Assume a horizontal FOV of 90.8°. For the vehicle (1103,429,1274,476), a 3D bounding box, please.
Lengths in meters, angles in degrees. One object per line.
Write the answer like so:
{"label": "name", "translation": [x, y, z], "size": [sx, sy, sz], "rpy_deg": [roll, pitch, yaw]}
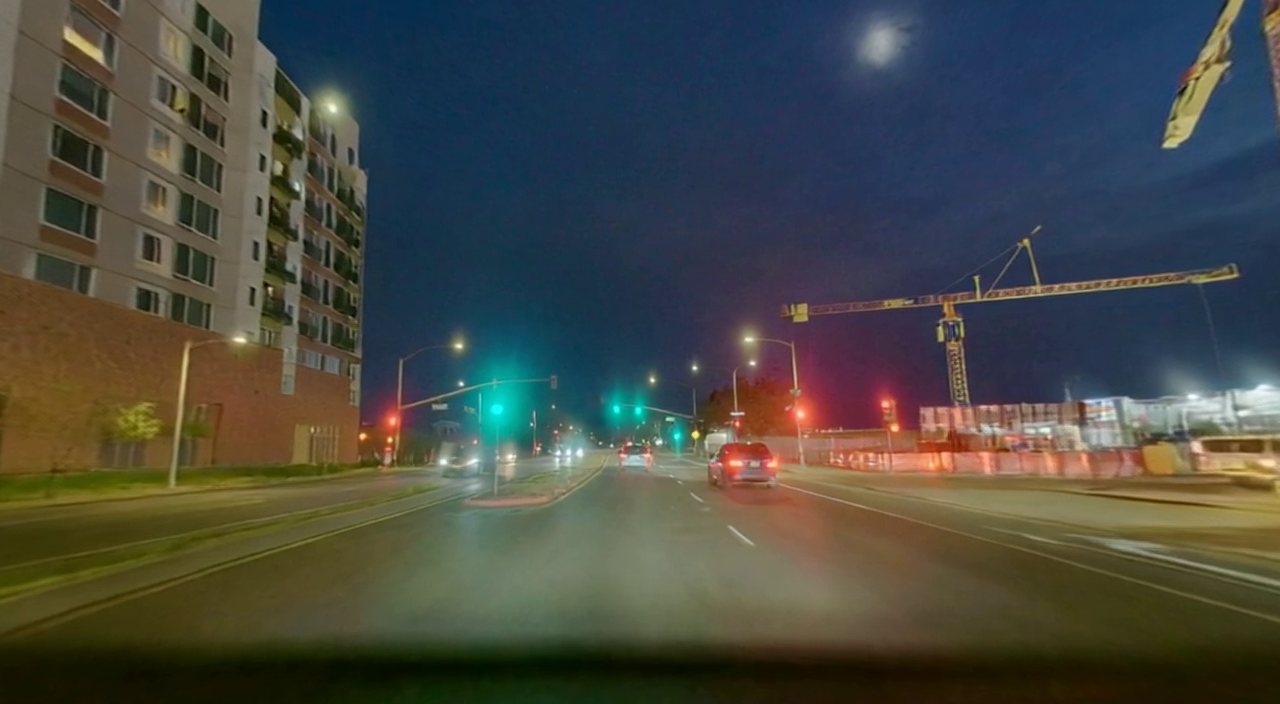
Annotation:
{"label": "vehicle", "translation": [25.271, 4.678, 29.324], "size": [5.433, 1.955, 2.512], "rpy_deg": [-1, -10, 0]}

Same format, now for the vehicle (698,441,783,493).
{"label": "vehicle", "translation": [3.084, 3.627, 20.247], "size": [1.910, 1.474, 4.003], "rpy_deg": [0, -9, -2]}

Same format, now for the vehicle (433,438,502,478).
{"label": "vehicle", "translation": [-8.633, 5.339, 32.093], "size": [2.111, 1.832, 4.778], "rpy_deg": [0, -9, 0]}

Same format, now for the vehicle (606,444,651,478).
{"label": "vehicle", "translation": [-0.552, 5.095, 29.851], "size": [2.006, 1.487, 3.535], "rpy_deg": [0, -9, -1]}

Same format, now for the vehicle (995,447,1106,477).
{"label": "vehicle", "translation": [19.041, 5.102, 29.441], "size": [3.839, 1.281, 1.836], "rpy_deg": [0, -9, 0]}
